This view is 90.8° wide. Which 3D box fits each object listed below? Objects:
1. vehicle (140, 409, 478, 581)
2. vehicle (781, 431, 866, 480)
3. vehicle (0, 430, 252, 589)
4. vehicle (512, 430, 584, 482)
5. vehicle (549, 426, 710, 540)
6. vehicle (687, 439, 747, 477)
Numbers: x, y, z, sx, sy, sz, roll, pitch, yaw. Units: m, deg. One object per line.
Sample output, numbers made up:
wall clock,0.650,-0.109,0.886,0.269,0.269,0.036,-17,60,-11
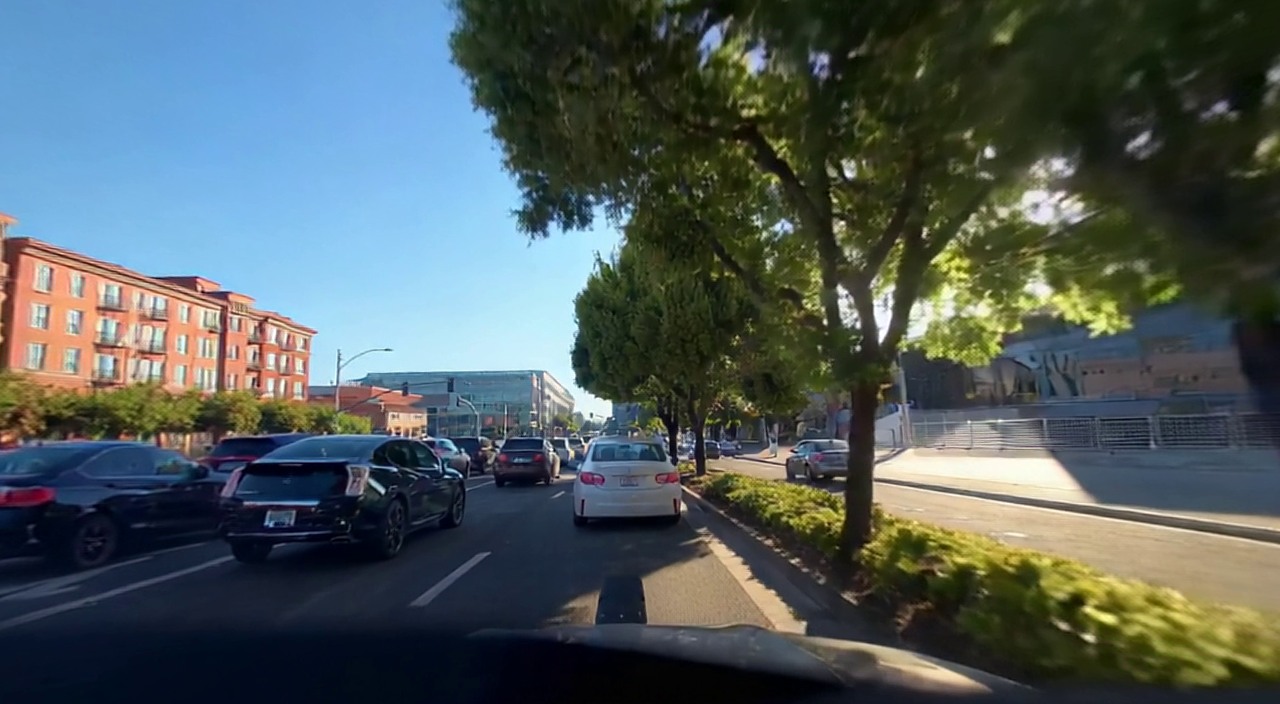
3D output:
vehicle,-3.734,1.703,8.279,2.009,1.619,4.376,-1,-9,1
vehicle,6.807,3.900,23.946,1.889,1.681,4.120,0,-9,-1
vehicle,-6.939,1.775,7.782,1.748,1.485,4.090,0,-9,-1
vehicle,-3.518,4.113,25.146,2.154,1.801,5.015,0,-9,0
vehicle,-0.179,2.090,10.683,2.161,1.501,4.184,0,-9,-1
vehicle,3.160,4.471,26.820,1.905,1.473,4.183,0,-9,-2
